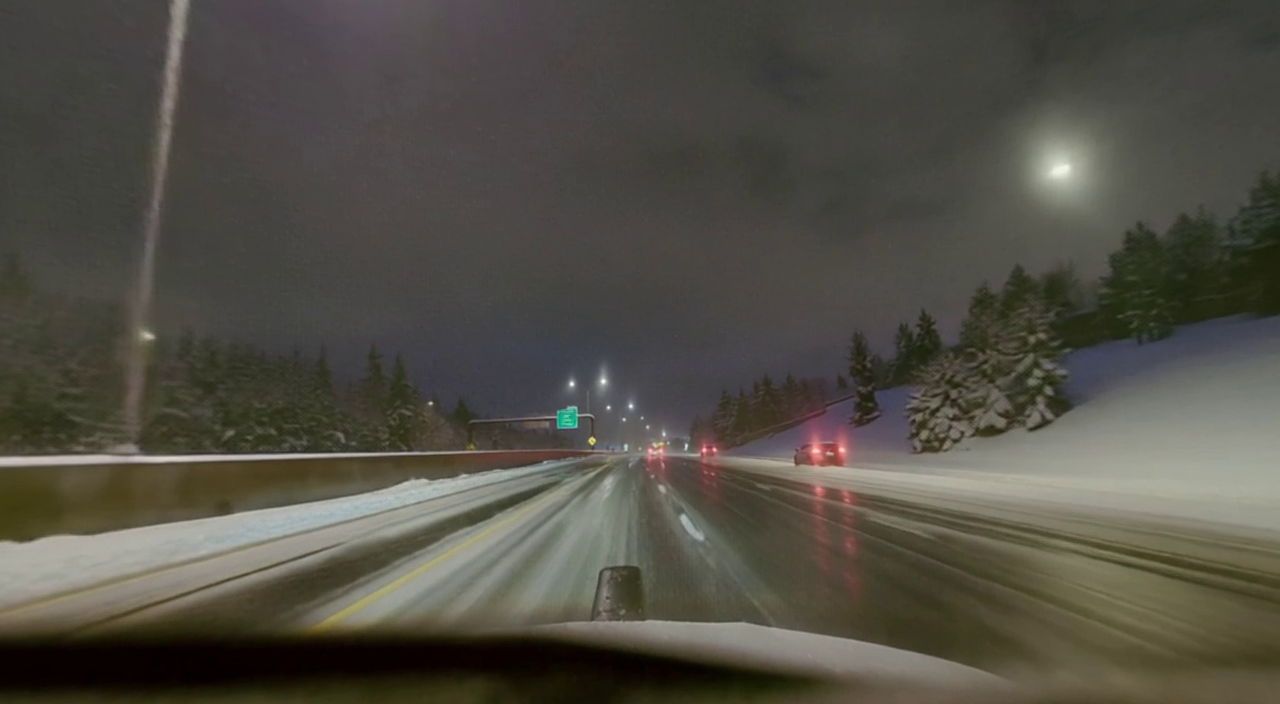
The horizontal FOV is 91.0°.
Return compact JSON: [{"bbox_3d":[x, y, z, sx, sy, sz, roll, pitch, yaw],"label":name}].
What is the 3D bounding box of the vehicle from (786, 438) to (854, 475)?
[{"bbox_3d":[9.343,5.461,33.123,2.167,1.781,4.340,0,-9,-1],"label":"vehicle"}]
